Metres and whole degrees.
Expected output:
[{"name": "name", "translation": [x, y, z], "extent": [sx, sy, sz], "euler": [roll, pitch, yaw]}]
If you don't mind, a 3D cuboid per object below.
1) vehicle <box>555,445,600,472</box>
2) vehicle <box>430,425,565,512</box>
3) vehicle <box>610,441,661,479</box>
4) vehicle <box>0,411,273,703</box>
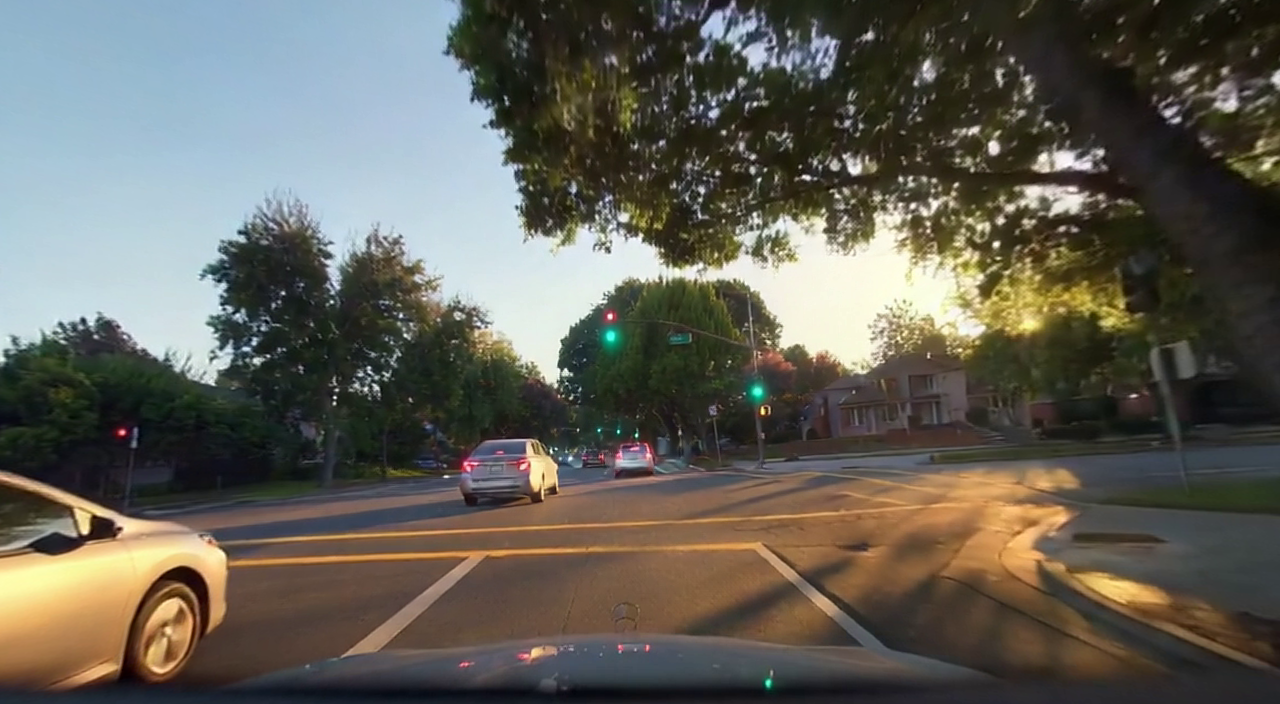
[{"name": "vehicle", "translation": [-3.720, 6.459, 38.410], "extent": [2.268, 1.522, 4.350], "euler": [0, -8, 0]}, {"name": "vehicle", "translation": [-3.225, 2.754, 15.391], "extent": [2.157, 1.771, 4.452], "euler": [0, -8, 1]}, {"name": "vehicle", "translation": [-0.221, 4.640, 27.495], "extent": [2.062, 1.518, 3.901], "euler": [0, -8, -1]}, {"name": "vehicle", "translation": [-3.511, 0.897, 1.928], "extent": [1.934, 1.475, 4.741], "euler": [0, -8, 0]}]
